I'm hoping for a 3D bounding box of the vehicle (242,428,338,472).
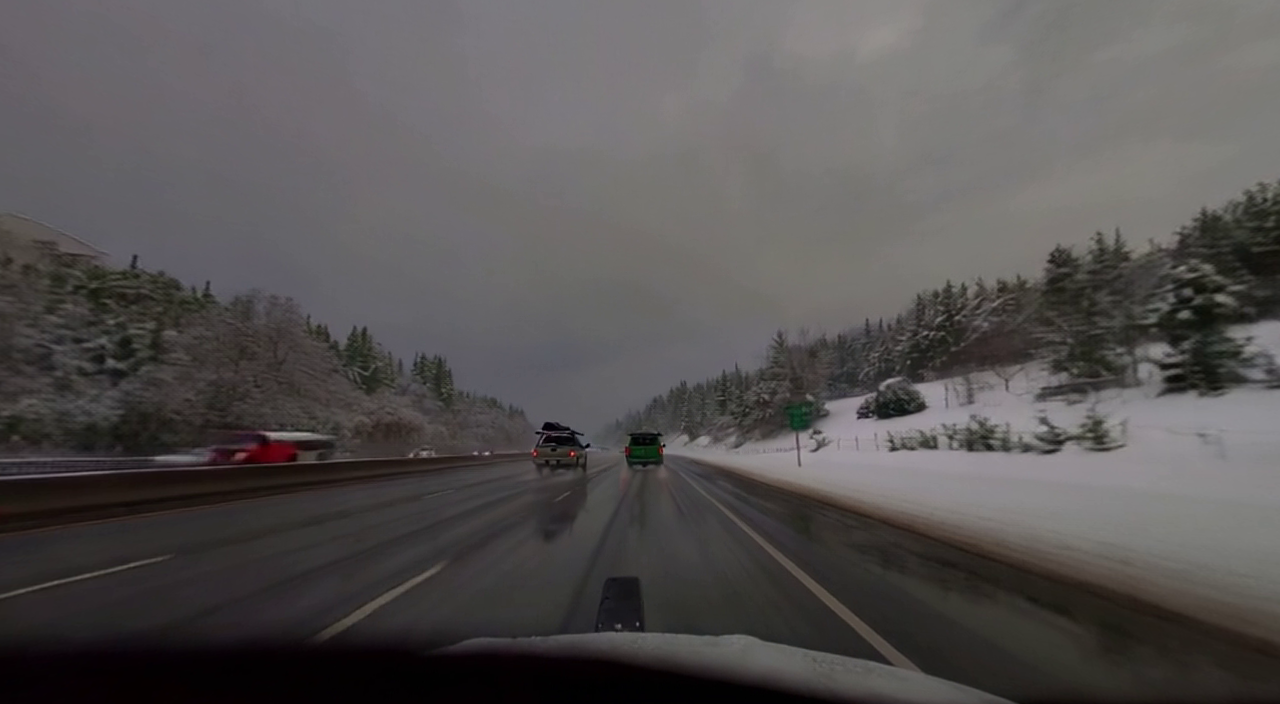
[{"bbox_3d":[-24.349,6.856,44.221,2.554,2.802,6.956,-1,-9,1],"label":"vehicle"}]

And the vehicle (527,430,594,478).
[{"bbox_3d":[-3.442,4.568,28.306,2.250,1.947,4.860,0,-9,2],"label":"vehicle"}]

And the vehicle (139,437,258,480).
[{"bbox_3d":[-20.601,4.980,29.714,2.045,1.818,4.751,0,-9,1],"label":"vehicle"}]

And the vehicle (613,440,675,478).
[{"bbox_3d":[0.243,5.095,30.373,2.715,1.669,5.163,0,-9,2],"label":"vehicle"}]
